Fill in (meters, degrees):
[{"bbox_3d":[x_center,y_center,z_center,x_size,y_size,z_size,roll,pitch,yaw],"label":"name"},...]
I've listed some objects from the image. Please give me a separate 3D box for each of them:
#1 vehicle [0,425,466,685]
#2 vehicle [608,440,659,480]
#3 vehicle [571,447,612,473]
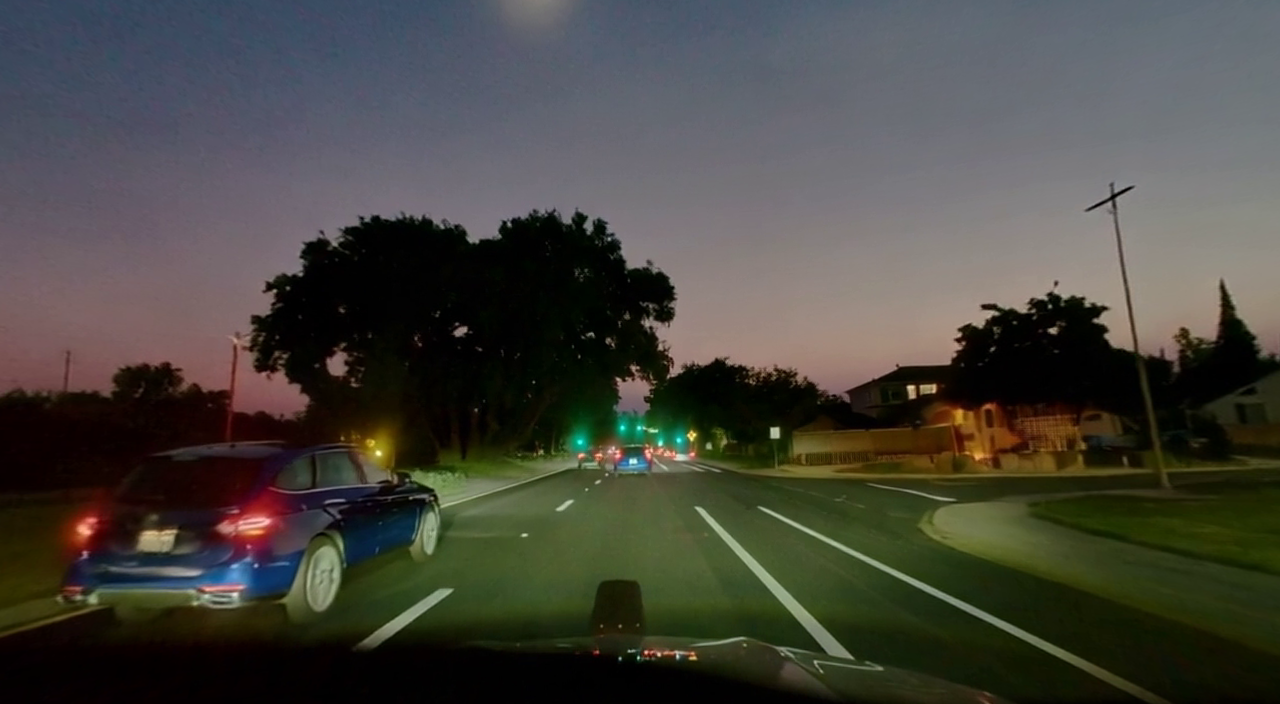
[{"bbox_3d":[-3.551,1.541,6.179,2.105,1.469,4.978,0,-8,2],"label":"vehicle"},{"bbox_3d":[-0.246,4.977,29.184,2.220,1.742,4.047,0,-8,1],"label":"vehicle"},{"bbox_3d":[-2.851,6.457,37.796,2.032,1.433,4.458,0,-8,2],"label":"vehicle"}]
